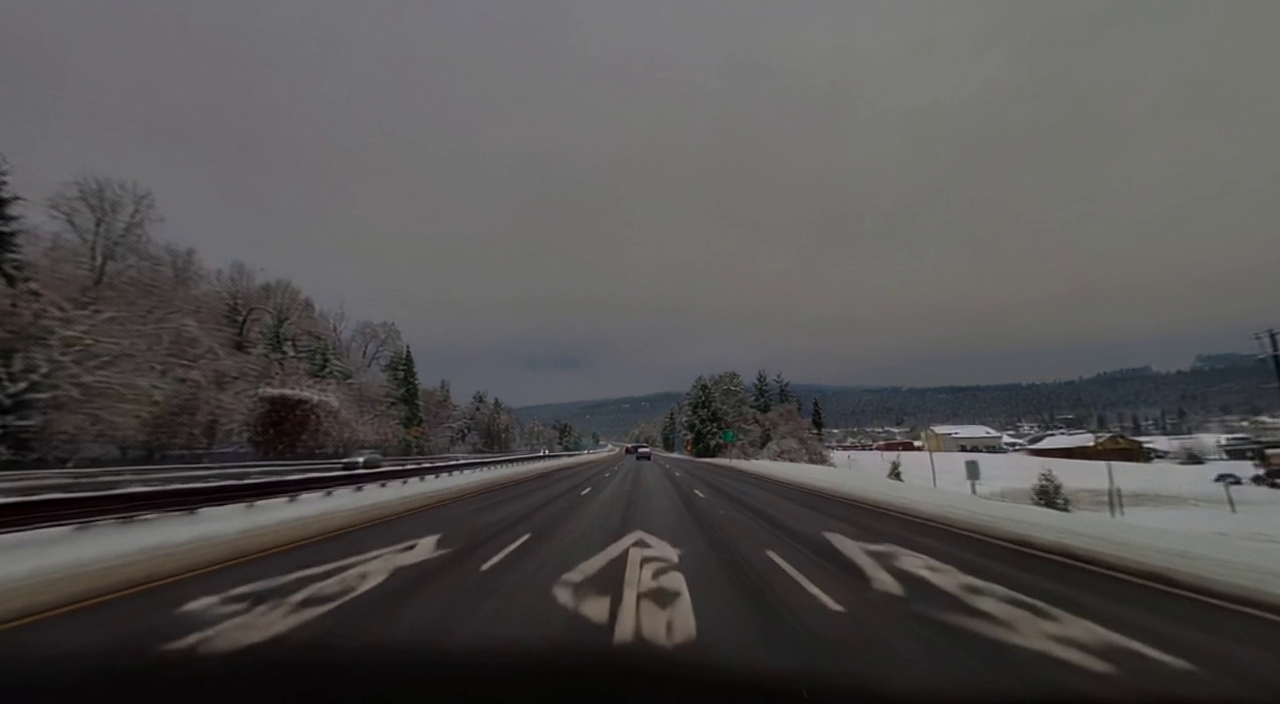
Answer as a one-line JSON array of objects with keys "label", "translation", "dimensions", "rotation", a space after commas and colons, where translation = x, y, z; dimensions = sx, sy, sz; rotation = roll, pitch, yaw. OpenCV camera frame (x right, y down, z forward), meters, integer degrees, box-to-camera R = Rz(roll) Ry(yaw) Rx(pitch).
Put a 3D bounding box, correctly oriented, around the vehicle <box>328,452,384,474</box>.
[{"label": "vehicle", "translation": [-20.831, 8.166, 46.611], "dimensions": [1.922, 1.499, 4.595], "rotation": [0, -9, 1]}]
